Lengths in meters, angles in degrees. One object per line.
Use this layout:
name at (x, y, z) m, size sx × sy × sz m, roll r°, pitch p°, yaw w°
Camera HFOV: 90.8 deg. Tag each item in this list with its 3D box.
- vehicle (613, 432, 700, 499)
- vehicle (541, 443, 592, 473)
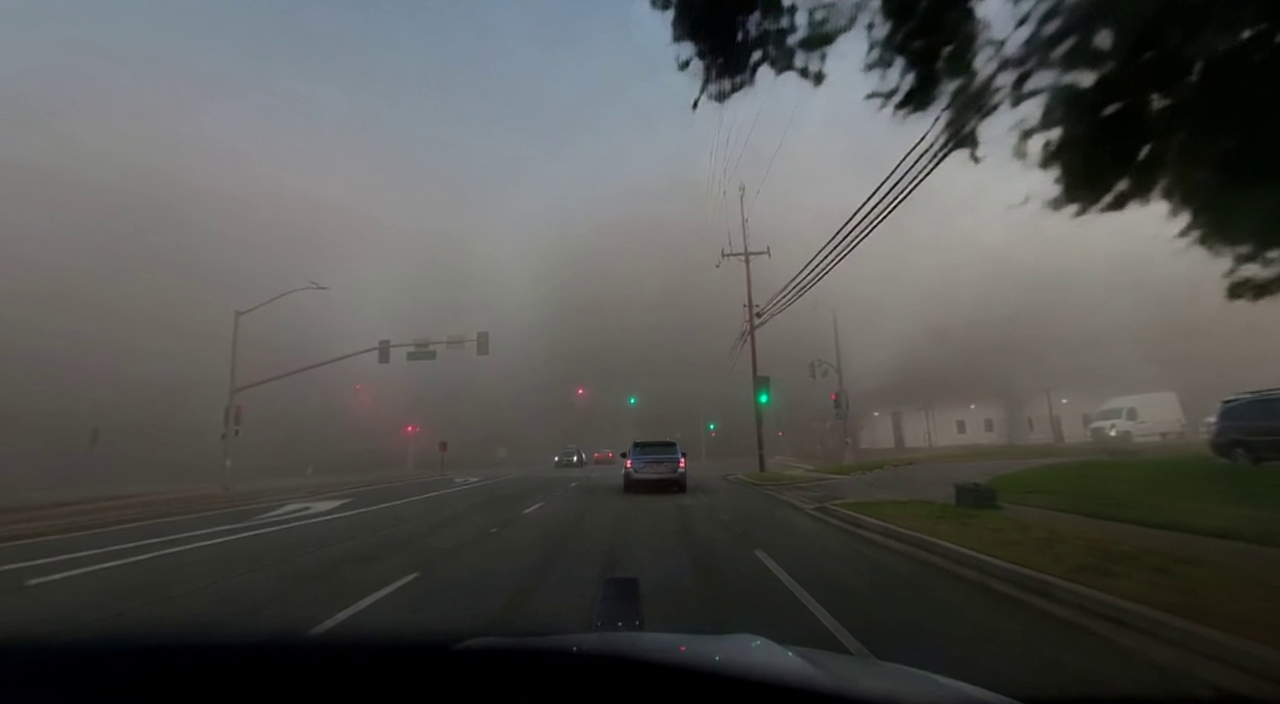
vehicle at (0.403, 3.111, 17.681) m, size 2.156 × 1.636 × 3.923 m, roll 0°, pitch -8°, yaw 0°
vehicle at (-3.792, 5.572, 33.353) m, size 2.153 × 1.474 × 4.284 m, roll 0°, pitch -8°, yaw 1°
